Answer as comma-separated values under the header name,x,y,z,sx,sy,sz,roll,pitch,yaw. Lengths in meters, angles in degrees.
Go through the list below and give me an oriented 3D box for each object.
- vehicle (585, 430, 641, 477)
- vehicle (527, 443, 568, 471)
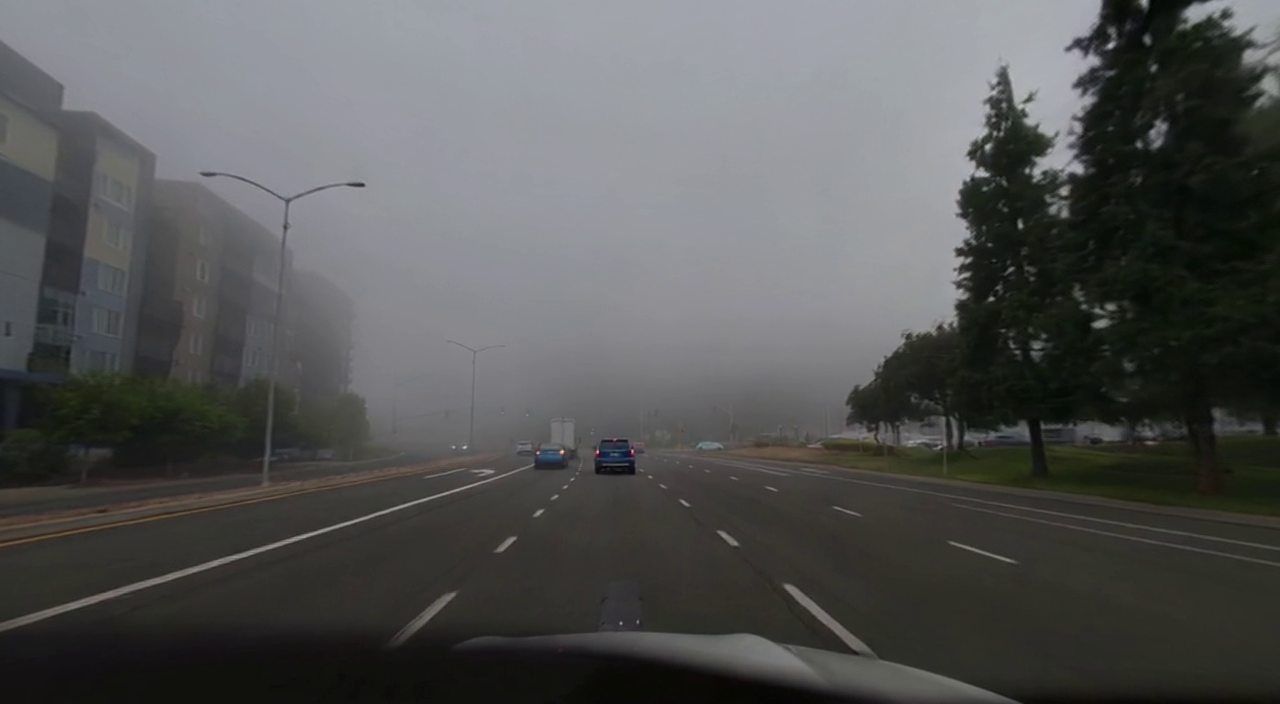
name,x,y,z,sx,sy,sz,roll,pitch,yaw
vehicle,-1.230,4.433,27.748,2.260,1.872,4.578,0,-9,-4
vehicle,-5.078,5.814,35.113,1.904,1.460,4.300,1,-9,-4
